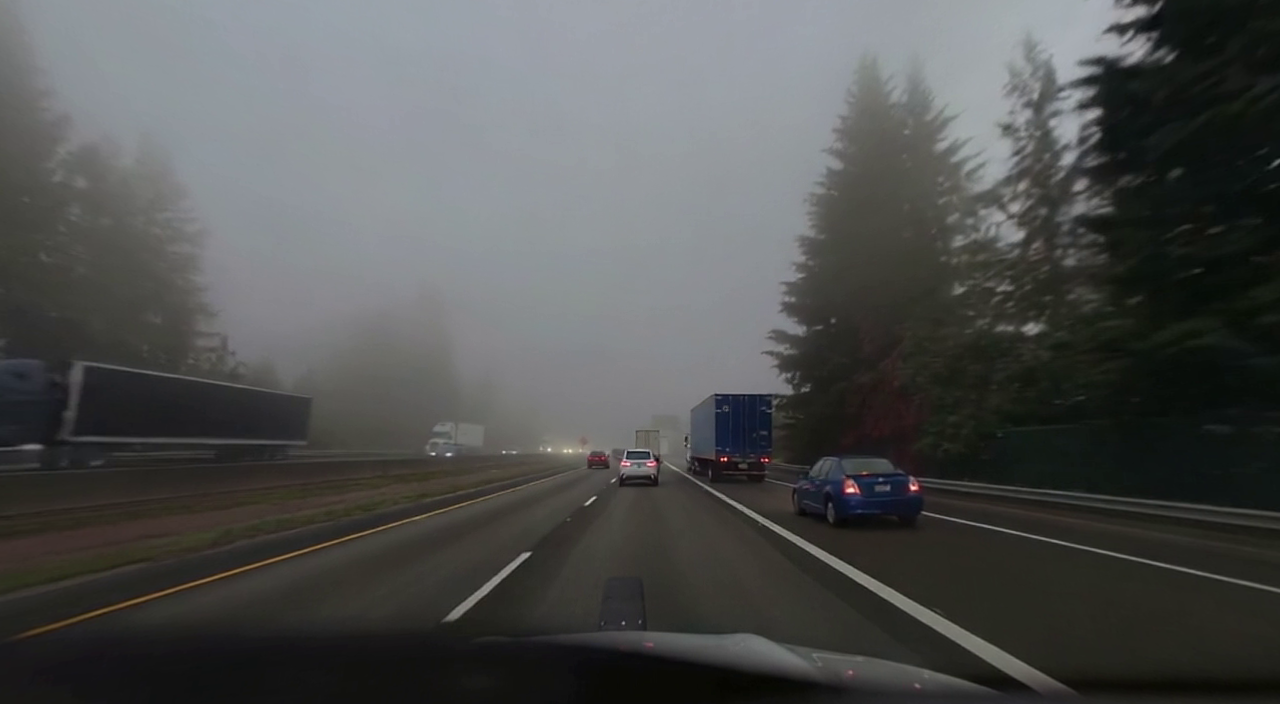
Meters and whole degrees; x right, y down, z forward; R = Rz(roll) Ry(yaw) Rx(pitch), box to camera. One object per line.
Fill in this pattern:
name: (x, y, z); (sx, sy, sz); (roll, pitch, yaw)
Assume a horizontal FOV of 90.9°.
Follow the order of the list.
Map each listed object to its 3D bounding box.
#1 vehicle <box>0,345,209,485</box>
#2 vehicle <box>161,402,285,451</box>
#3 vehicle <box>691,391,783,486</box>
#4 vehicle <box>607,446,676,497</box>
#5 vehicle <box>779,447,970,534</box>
vehicle: (-19.862, 2.347, 21.526); (2.933, 3.979, 10.057); (0, -9, 1)
vehicle: (-19.975, 3.709, 30.546); (2.268, 2.025, 5.234); (-1, -10, 2)
vehicle: (4.699, 4.771, 33.873); (2.877, 4.035, 13.897); (0, -9, 1)
vehicle: (0.046, 3.987, 21.355); (2.089, 1.516, 4.191); (0, -9, 0)
vehicle: (4.255, 2.581, 12.360); (2.037, 1.377, 4.407); (0, -9, 0)
